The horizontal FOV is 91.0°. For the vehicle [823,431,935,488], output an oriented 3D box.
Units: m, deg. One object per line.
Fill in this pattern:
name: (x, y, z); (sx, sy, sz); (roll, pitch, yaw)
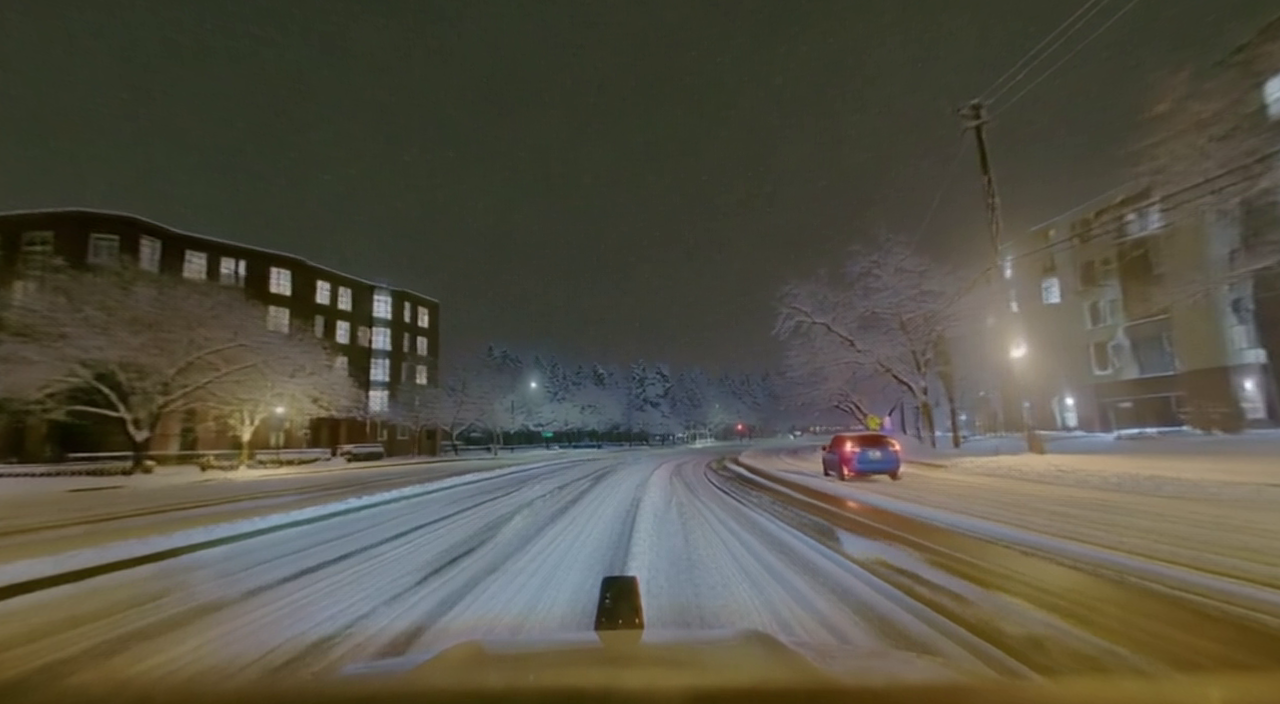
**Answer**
vehicle: (6.903, 3.142, 18.650); (1.908, 1.476, 3.880); (-1, -9, 2)
